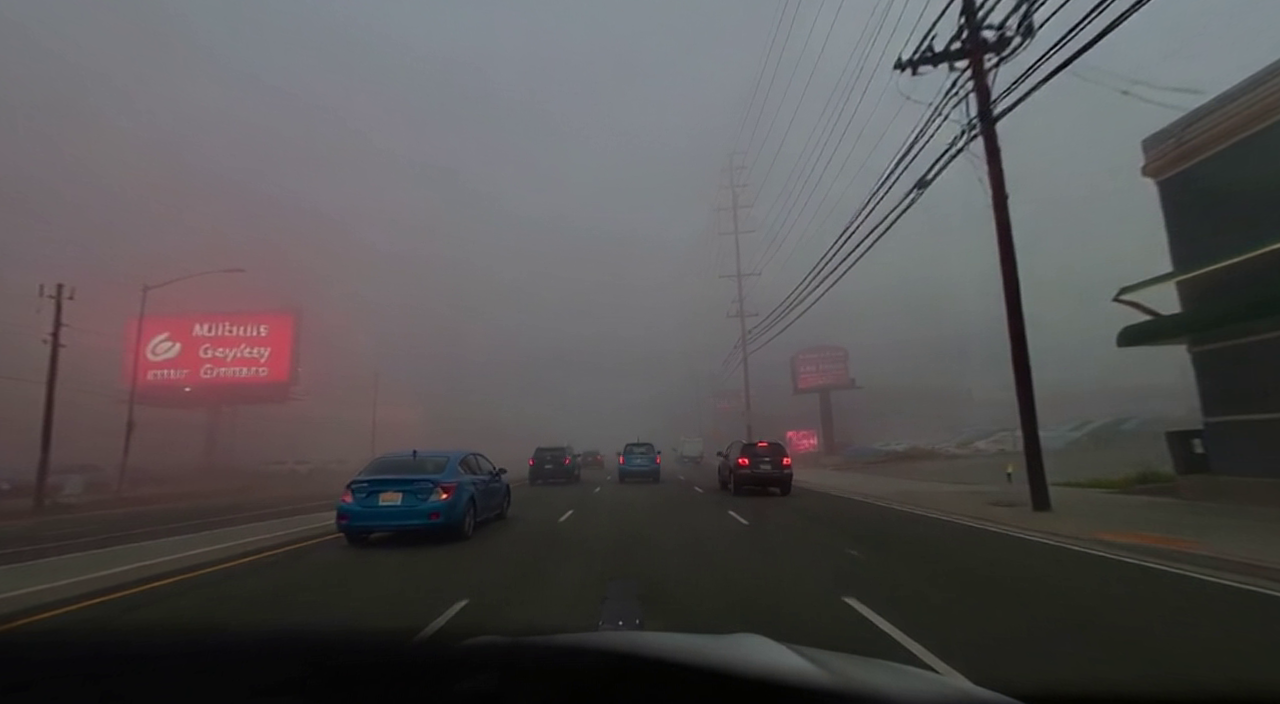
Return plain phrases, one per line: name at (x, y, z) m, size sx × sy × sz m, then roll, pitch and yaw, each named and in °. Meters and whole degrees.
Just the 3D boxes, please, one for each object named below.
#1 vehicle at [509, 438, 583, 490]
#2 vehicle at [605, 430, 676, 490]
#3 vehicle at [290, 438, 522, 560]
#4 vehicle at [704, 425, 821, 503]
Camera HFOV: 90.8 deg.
vehicle at (-3.239, 3.943, 22.526) m, size 2.051 × 1.671 × 3.861 m, roll 0°, pitch -8°, yaw 0°
vehicle at (0.009, 3.863, 22.927) m, size 2.326 × 1.925 × 4.253 m, roll 0°, pitch -8°, yaw 0°
vehicle at (-3.351, 2.168, 10.192) m, size 2.022 × 1.498 × 4.471 m, roll 0°, pitch -8°, yaw 0°
vehicle at (3.297, 3.154, 18.226) m, size 2.282 × 1.897 × 4.915 m, roll 0°, pitch -8°, yaw -1°
